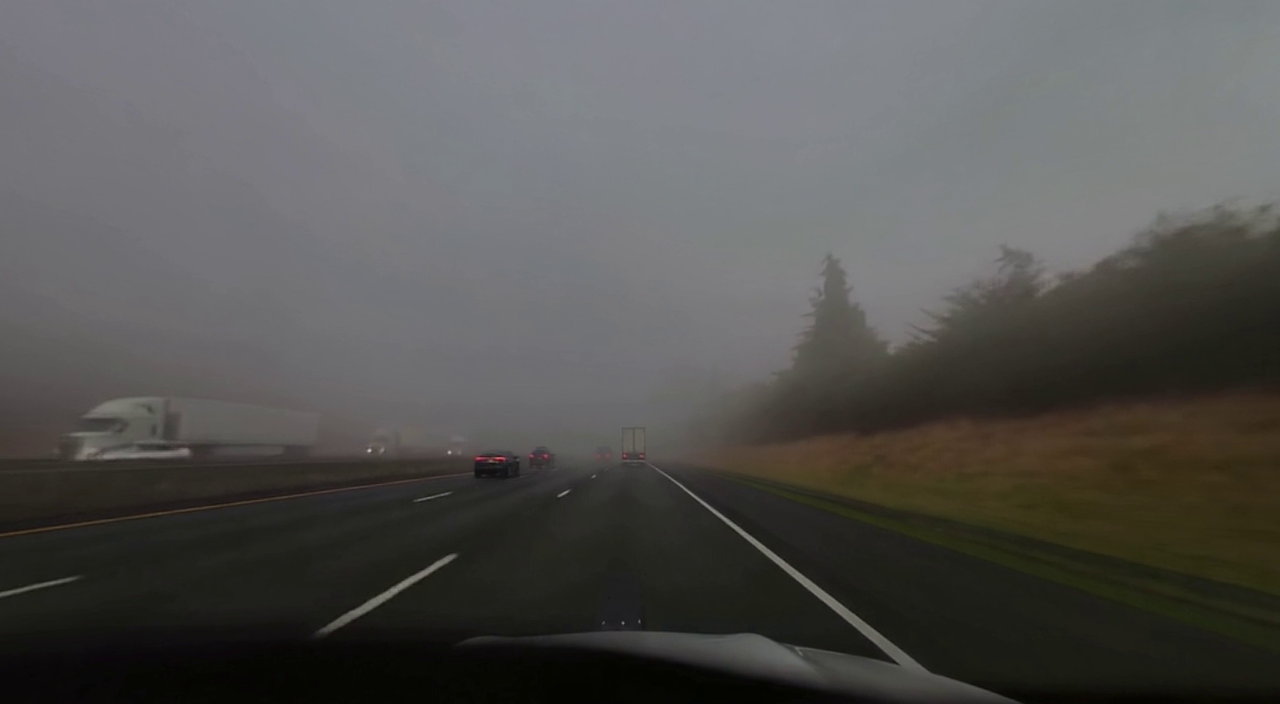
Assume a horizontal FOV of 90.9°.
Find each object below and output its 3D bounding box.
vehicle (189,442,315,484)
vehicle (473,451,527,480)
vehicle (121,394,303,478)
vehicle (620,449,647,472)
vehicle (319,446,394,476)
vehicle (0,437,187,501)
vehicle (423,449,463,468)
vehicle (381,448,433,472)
[{"bbox_3d":[-14.842,4.279,24.467,2.121,1.452,4.356,0,-9,-1],"label":"vehicle"},{"bbox_3d":[-7.556,6.134,34.426,1.895,1.446,4.456,0,-9,0],"label":"vehicle"},{"bbox_3d":[-19.593,4.043,29.716,2.935,3.383,7.992,0,-9,0],"label":"vehicle"},{"bbox_3d":[-0.494,8.165,47.460,2.009,1.657,3.962,0,-9,-1],"label":"vehicle"},{"bbox_3d":[-15.131,5.843,33.963,1.918,1.466,4.632,0,-9,-1],"label":"vehicle"},{"bbox_3d":[-14.469,2.994,16.512,2.056,1.438,4.297,0,-9,-1],"label":"vehicle"},{"bbox_3d":[-15.198,8.228,48.733,1.837,1.427,4.020,0,-9,-1],"label":"vehicle"},{"bbox_3d":[-15.006,6.958,40.818,1.851,1.438,4.071,0,-9,-1],"label":"vehicle"}]
